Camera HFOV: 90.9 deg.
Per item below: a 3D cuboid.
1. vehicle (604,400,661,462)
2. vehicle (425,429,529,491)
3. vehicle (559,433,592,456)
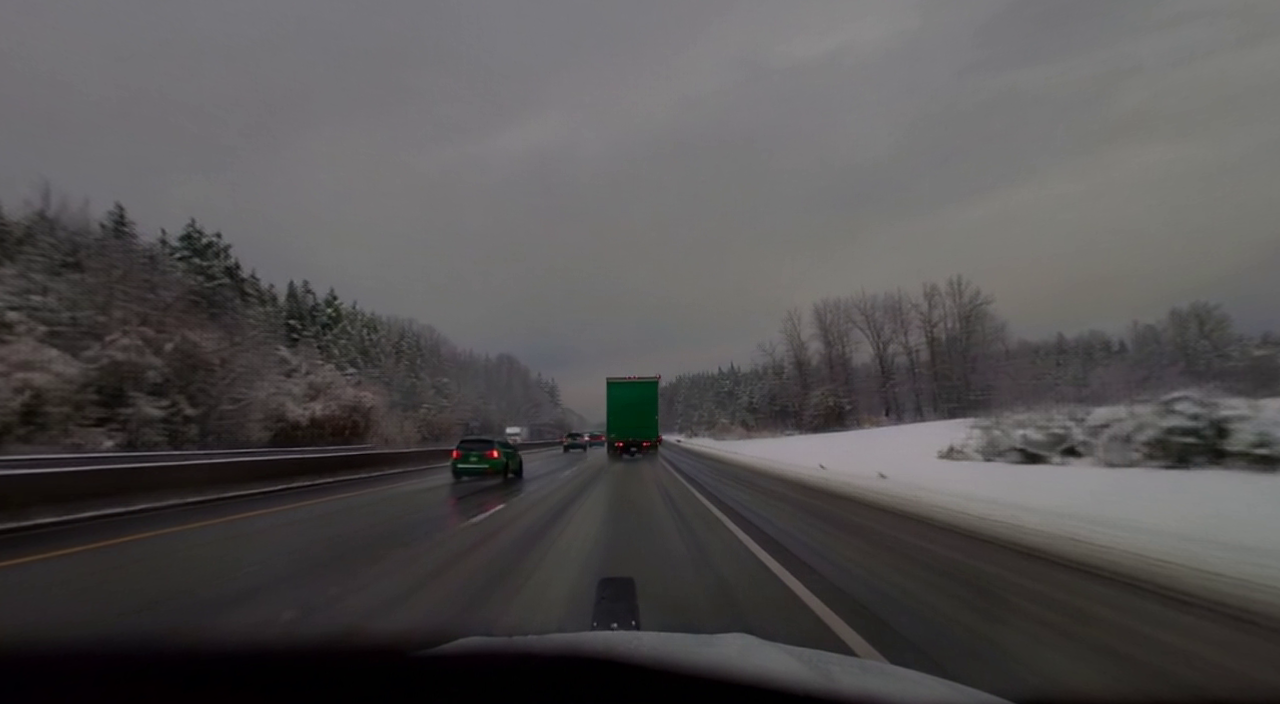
[{"bbox_3d":[-0.299,3.292,26.247,2.319,2.461,1.270,0,-8,0],"label":"vehicle"},{"bbox_3d":[-4.445,2.986,17.810,1.909,1.520,3.897,0,-8,0],"label":"vehicle"},{"bbox_3d":[-5.037,7.335,49.948,2.138,1.697,4.587,0,-8,0],"label":"vehicle"}]
